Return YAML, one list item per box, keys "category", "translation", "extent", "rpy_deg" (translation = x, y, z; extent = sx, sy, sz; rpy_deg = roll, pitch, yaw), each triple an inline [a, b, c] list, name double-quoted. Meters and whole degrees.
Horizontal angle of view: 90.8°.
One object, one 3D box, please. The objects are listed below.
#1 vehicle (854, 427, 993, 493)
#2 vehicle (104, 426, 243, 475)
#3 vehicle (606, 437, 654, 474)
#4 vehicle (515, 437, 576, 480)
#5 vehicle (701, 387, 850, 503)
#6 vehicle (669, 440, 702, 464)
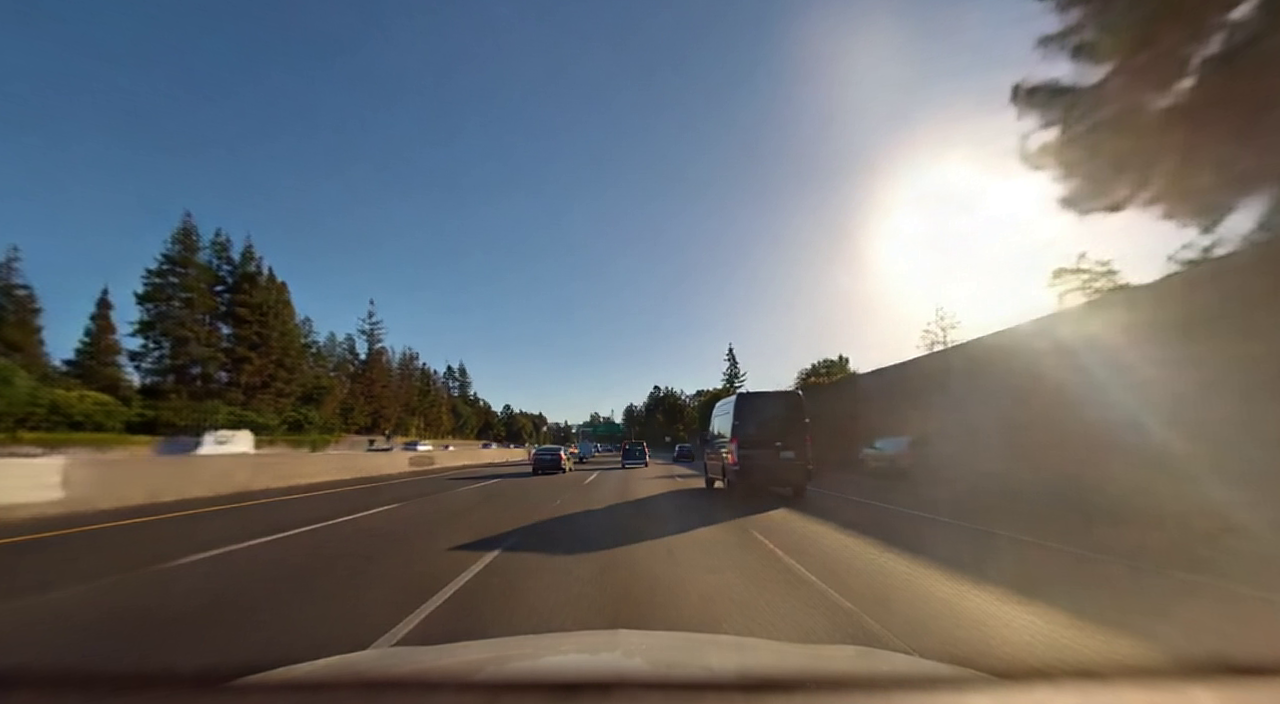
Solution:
- category: "vehicle"
  translation: [9.523, 3.674, 21.890]
  extent: [2.344, 1.967, 5.275]
  rpy_deg: [0, -8, 0]
- category: "vehicle"
  translation: [-17.071, 3.635, 23.424]
  extent: [2.108, 1.660, 4.008]
  rpy_deg: [0, -8, -1]
- category: "vehicle"
  translation: [-0.540, 5.339, 32.817]
  extent: [2.297, 1.783, 4.355]
  rpy_deg: [0, -8, -1]
- category: "vehicle"
  translation: [-4.092, 4.680, 28.008]
  extent: [2.023, 1.709, 4.263]
  rpy_deg: [0, -8, 0]
- category: "vehicle"
  translation: [3.501, 2.650, 18.177]
  extent: [2.631, 2.709, 6.496]
  rpy_deg: [0, -8, -2]
- category: "vehicle"
  translation: [3.529, 7.835, 49.510]
  extent: [2.160, 1.759, 4.214]
  rpy_deg: [0, -8, -2]
